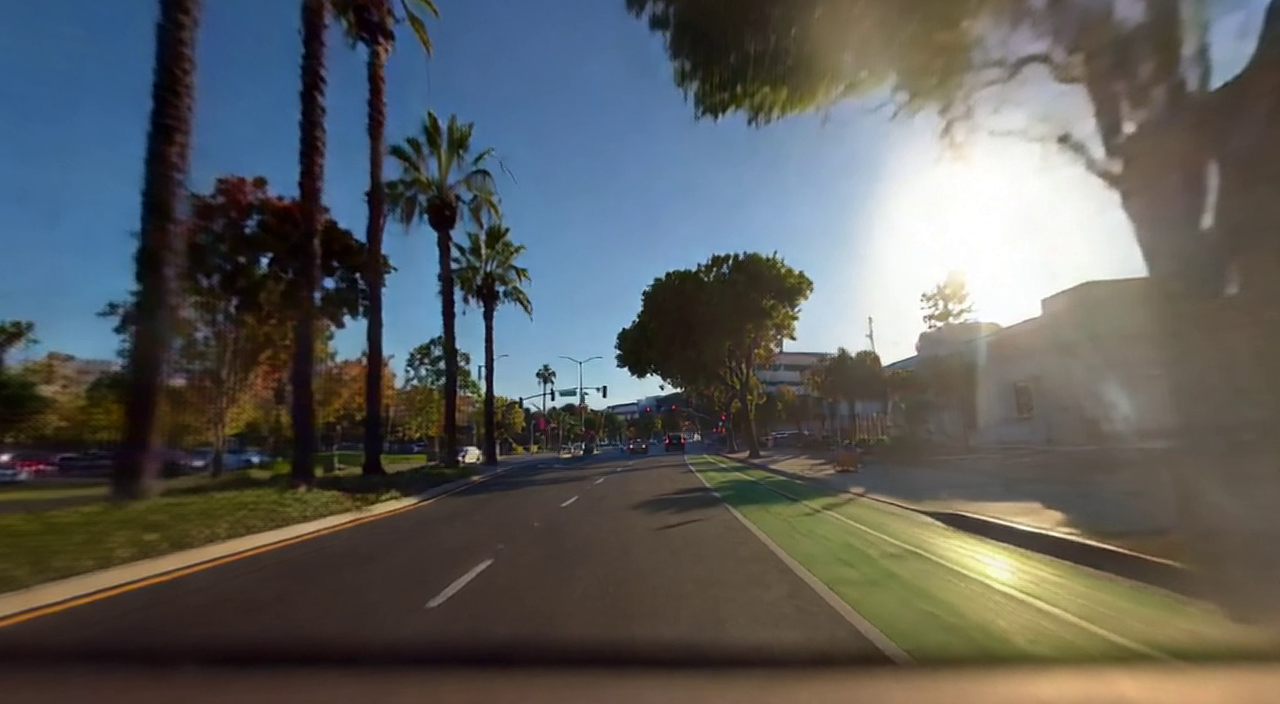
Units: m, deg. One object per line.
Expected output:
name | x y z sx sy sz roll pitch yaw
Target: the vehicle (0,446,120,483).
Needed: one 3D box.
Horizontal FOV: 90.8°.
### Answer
vehicle | -30.477 5.778 32.664 5.174 1.778 2.292 -1 -8 3
